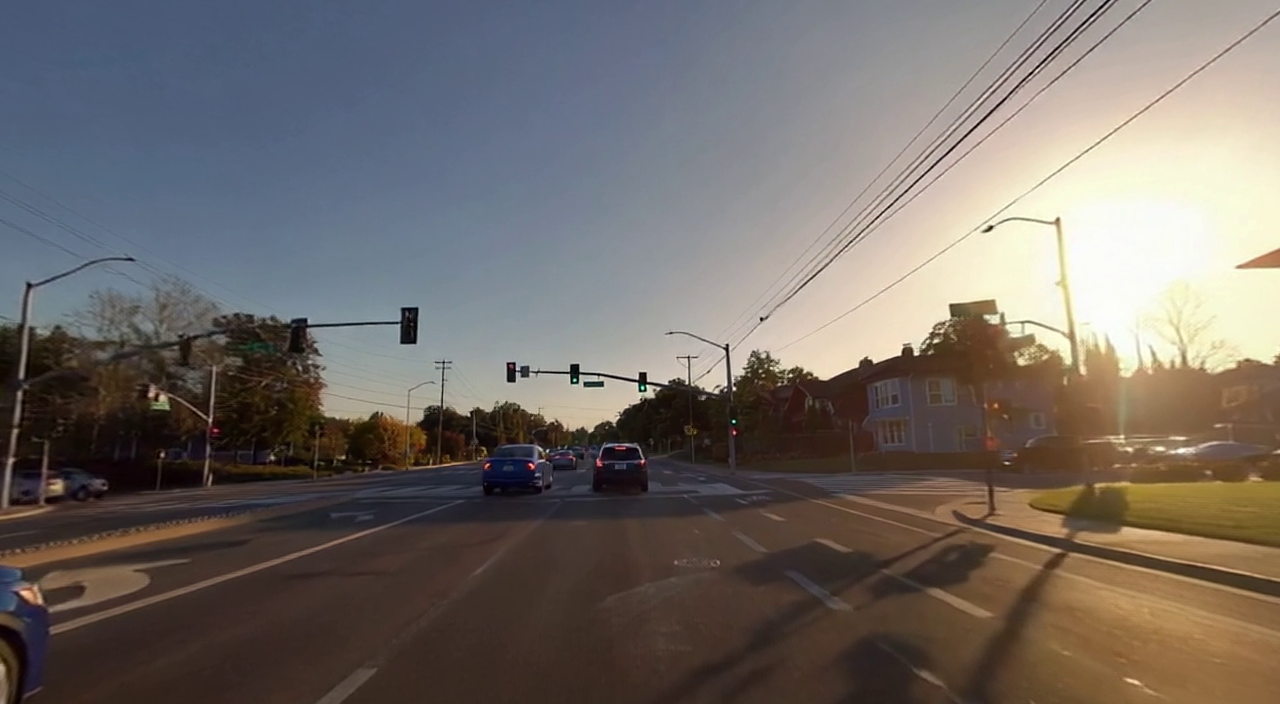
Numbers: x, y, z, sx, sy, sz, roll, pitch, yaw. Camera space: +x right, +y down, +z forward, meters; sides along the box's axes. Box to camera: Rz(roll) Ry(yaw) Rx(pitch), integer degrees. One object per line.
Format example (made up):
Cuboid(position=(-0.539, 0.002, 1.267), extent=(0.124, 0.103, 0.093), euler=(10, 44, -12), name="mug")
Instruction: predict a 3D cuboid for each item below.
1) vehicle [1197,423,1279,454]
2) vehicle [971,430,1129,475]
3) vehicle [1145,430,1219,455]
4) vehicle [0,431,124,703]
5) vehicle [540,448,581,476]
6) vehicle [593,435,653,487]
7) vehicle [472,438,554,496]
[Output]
Cuboid(position=(35.318, 5.137, 37.257), extent=(1.901, 1.712, 3.920), euler=(-3, -9, 14), name="vehicle")
Cuboid(position=(18.951, 4.672, 29.519), extent=(5.652, 1.990, 2.190), euler=(-2, -9, 12), name="vehicle")
Cuboid(position=(32.391, 5.424, 37.871), extent=(1.754, 1.414, 3.590), euler=(-2, -9, 11), name="vehicle")
Cuboid(position=(-3.192, 0.720, 0.432), extent=(1.901, 1.409, 4.442), euler=(0, -9, 0), name="vehicle")
Cuboid(position=(-4.435, 6.182, 35.628), extent=(1.863, 1.449, 4.153), euler=(0, -9, -1), name="vehicle")
Cuboid(position=(-0.687, 4.244, 24.878), extent=(2.155, 1.836, 4.250), euler=(0, -9, -2), name="vehicle")
Cuboid(position=(-4.047, 3.731, 20.845), extent=(1.899, 1.685, 4.121), euler=(0, -9, -1), name="vehicle")
